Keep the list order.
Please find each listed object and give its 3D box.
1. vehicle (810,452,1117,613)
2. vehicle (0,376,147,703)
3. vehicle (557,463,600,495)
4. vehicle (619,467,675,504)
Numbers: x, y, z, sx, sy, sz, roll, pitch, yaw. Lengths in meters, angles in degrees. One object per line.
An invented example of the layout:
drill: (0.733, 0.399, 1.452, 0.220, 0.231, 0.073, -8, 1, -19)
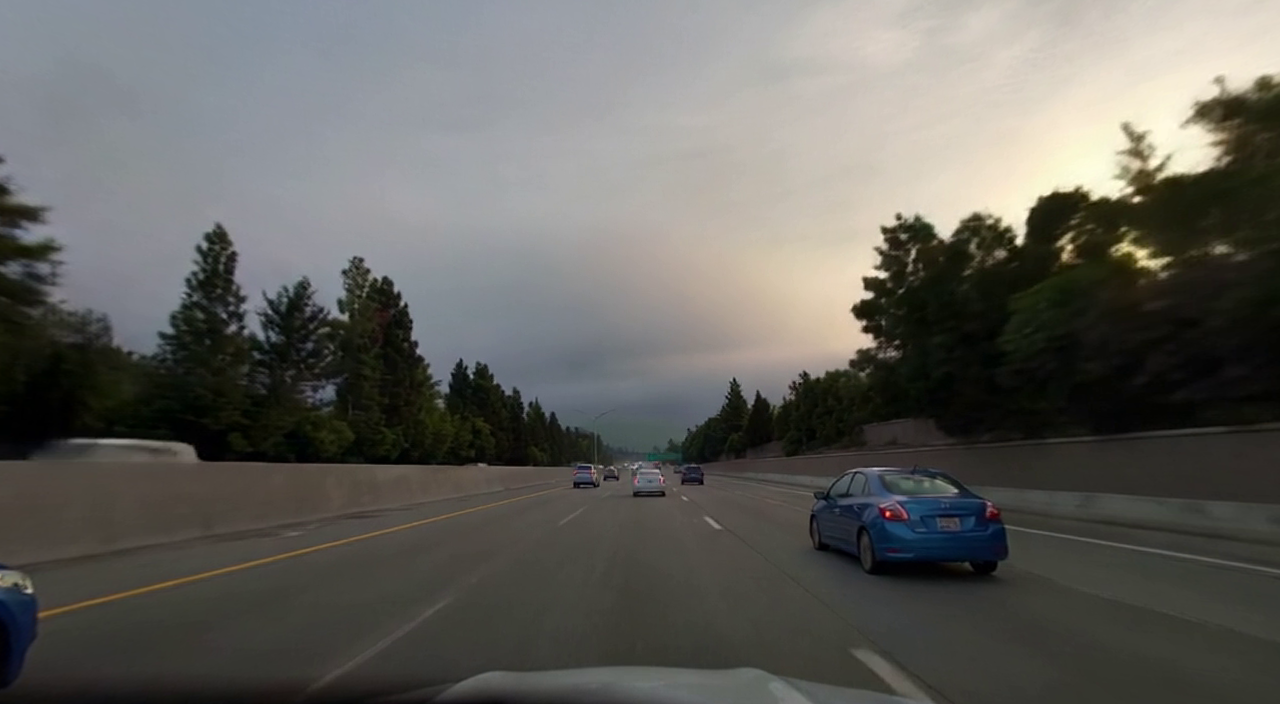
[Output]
vehicle: (3.756, 2.156, 8.253, 1.938, 1.561, 3.786, 1, -10, -1)
vehicle: (-3.971, 0.681, 1.493, 1.999, 1.659, 4.340, 1, -10, 0)
vehicle: (-3.593, 7.530, 37.569, 2.021, 1.706, 4.247, 0, -10, 1)
vehicle: (0.301, 5.758, 27.392, 2.241, 1.425, 3.973, 1, -10, 1)
